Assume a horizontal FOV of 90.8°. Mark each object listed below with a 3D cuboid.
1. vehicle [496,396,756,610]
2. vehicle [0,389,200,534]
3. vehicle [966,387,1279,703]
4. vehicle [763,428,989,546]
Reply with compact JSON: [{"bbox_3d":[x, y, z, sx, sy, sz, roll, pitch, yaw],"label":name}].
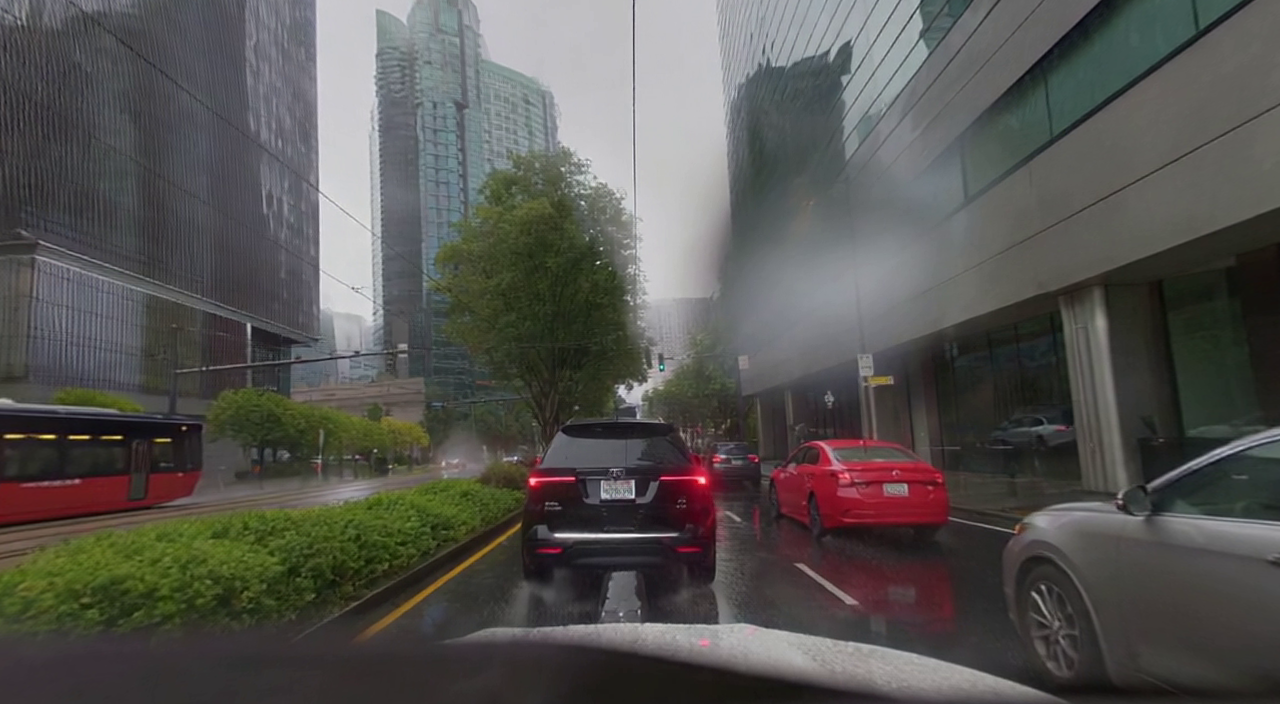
[{"bbox_3d":[-0.190,1.579,7.518,2.178,1.779,4.255,0,-8,-2],"label":"vehicle"},{"bbox_3d":[-19.759,3.630,20.247,3.393,4.045,11.306,-5,-10,-1],"label":"vehicle"},{"bbox_3d":[3.136,0.824,1.847,1.993,1.480,4.324,0,-8,-1],"label":"vehicle"},{"bbox_3d":[3.633,2.156,10.766,2.128,1.582,4.188,0,-8,-2],"label":"vehicle"}]
